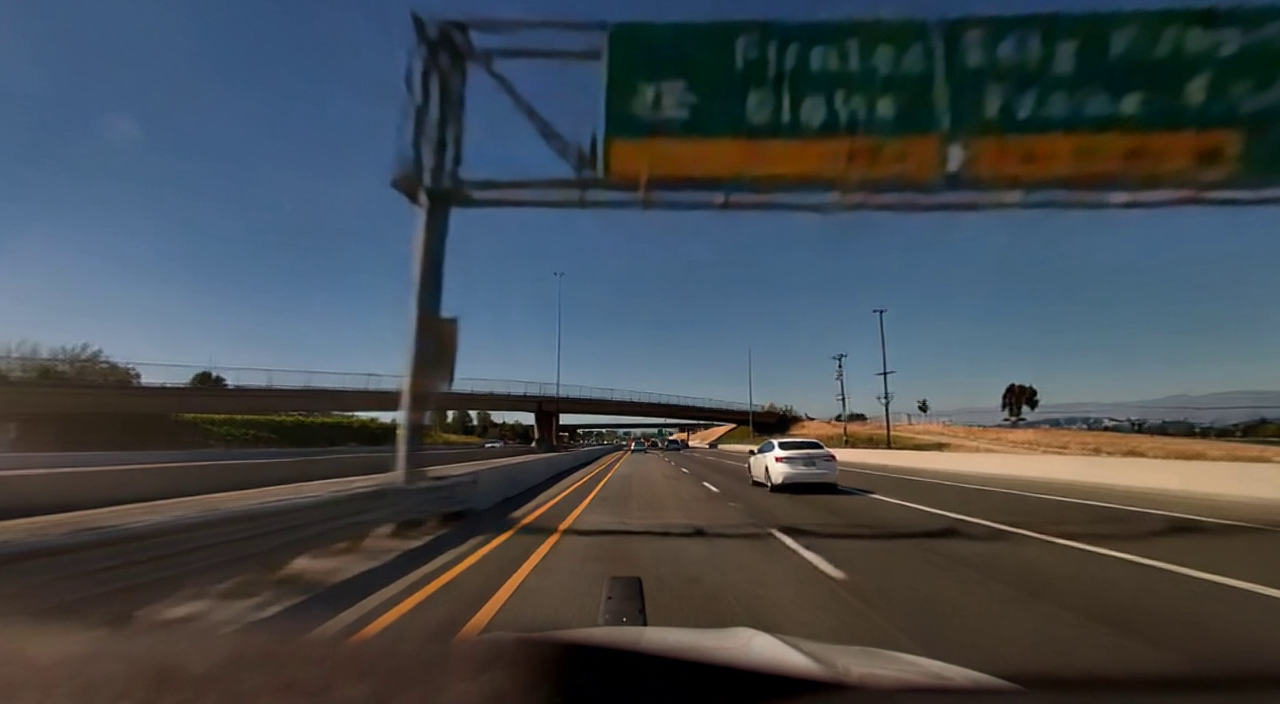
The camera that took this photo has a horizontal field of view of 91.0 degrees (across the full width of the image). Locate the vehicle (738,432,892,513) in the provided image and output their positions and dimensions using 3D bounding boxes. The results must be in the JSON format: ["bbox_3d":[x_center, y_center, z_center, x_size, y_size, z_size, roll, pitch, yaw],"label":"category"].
[{"bbox_3d":[3.587,2.560,13.943,2.091,1.482,4.522,0,-8,0],"label":"vehicle"}]
